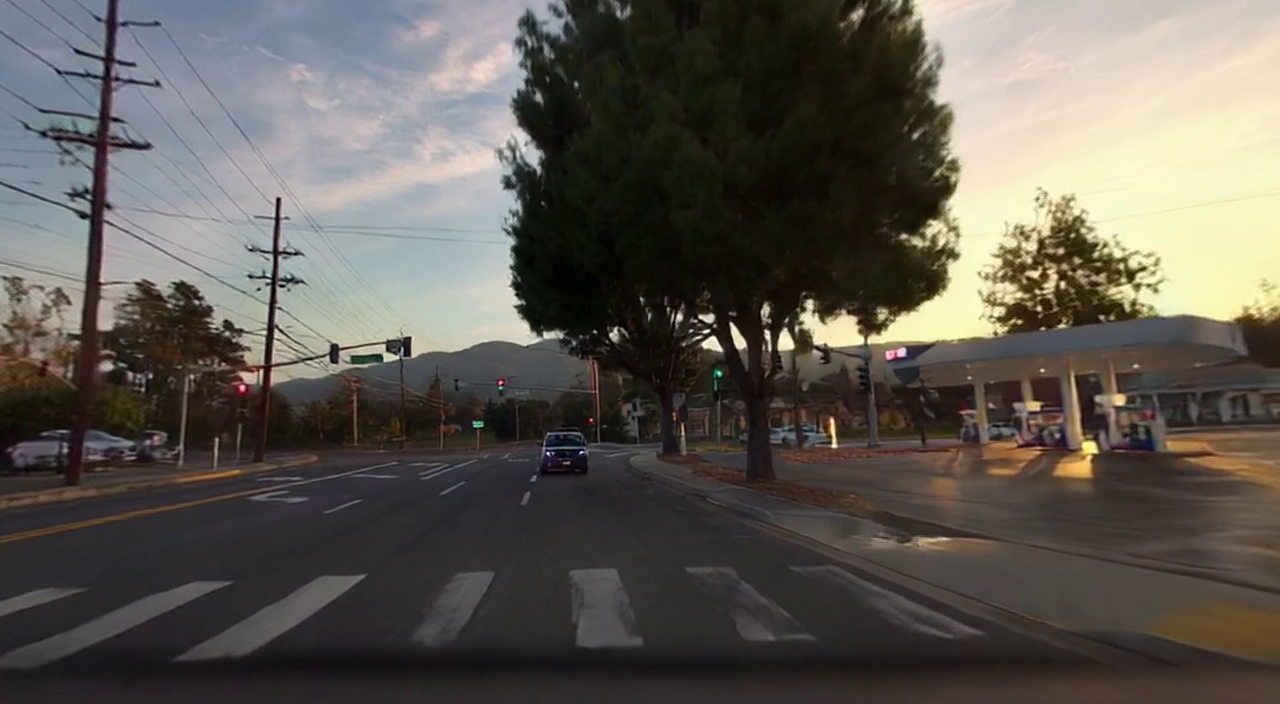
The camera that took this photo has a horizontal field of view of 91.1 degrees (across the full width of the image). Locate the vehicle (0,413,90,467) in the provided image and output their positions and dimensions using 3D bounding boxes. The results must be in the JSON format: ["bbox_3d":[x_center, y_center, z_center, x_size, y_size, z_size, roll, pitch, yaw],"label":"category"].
[{"bbox_3d":[-30.244,4.469,31.844,2.427,2.514,2.560,-6,-9,24],"label":"vehicle"}]

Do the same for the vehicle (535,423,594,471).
[{"bbox_3d":[-3.355,4.089,27.142,2.300,1.868,4.690,1,-8,-9],"label":"vehicle"}]
